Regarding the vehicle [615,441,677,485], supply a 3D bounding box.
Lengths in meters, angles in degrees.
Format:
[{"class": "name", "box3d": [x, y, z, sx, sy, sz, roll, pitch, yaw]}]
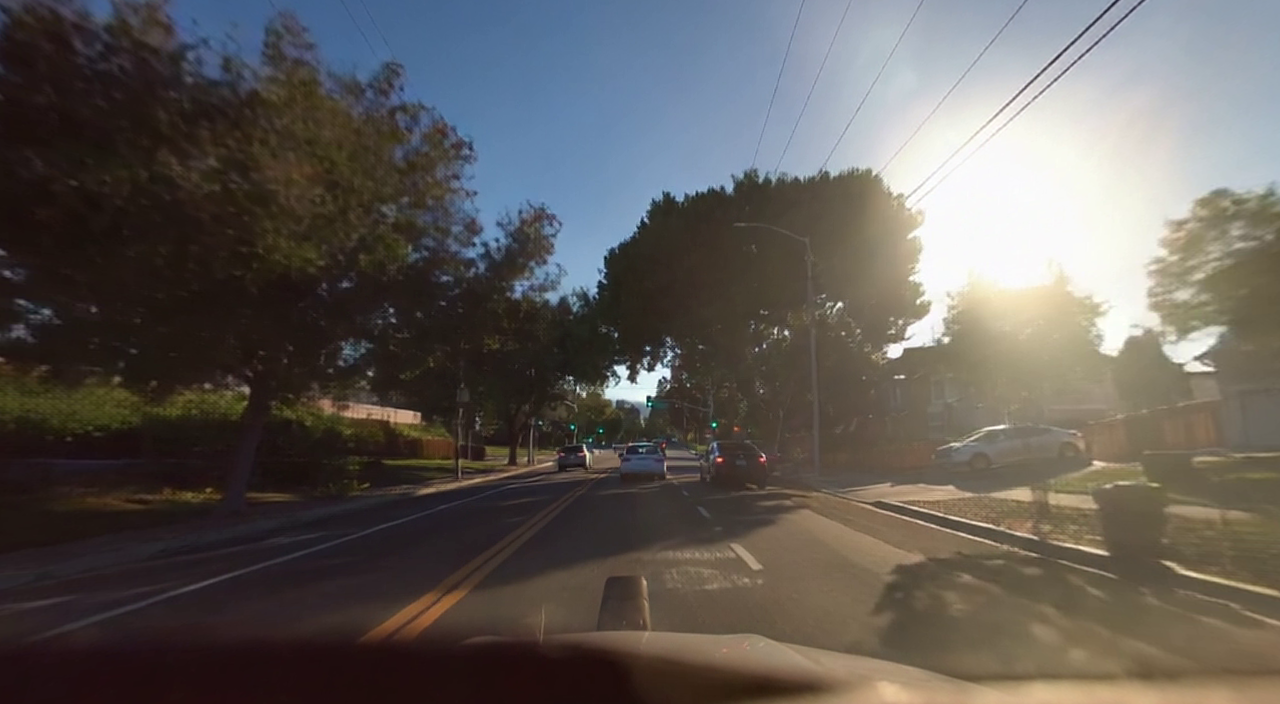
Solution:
[{"class": "vehicle", "box3d": [0.186, 4.070, 23.461, 2.101, 1.467, 4.210, 0, -8, 0]}]

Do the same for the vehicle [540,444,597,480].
[{"class": "vehicle", "box3d": [-3.146, 4.923, 28.633, 2.012, 1.505, 4.205, 0, -8, 2]}]

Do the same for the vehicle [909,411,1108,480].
[{"class": "vehicle", "box3d": [13.802, 3.527, 23.944, 5.929, 1.970, 2.381, -5, -8, -2]}]

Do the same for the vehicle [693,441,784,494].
[{"class": "vehicle", "box3d": [2.992, 3.622, 20.273, 2.158, 1.483, 4.415, 0, -8, -1]}]
